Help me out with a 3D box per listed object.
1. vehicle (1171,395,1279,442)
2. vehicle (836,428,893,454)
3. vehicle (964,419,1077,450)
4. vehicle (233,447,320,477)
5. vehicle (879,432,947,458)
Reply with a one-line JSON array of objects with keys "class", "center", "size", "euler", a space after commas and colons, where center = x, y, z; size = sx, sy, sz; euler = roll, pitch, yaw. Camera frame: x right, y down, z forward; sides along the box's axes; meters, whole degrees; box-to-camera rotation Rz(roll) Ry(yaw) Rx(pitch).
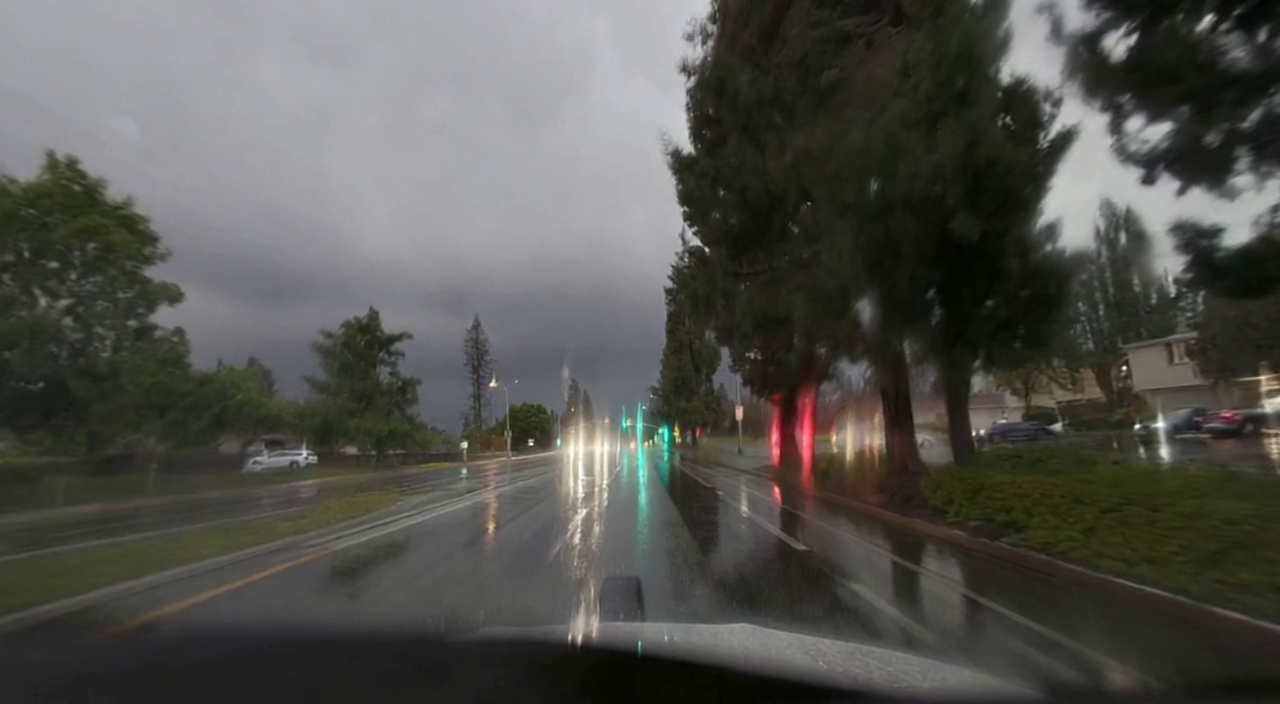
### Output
[{"class": "vehicle", "center": [23.667, 2.576, 24.363], "size": [4.603, 1.704, 1.936], "euler": [0, -8, -2]}, {"class": "vehicle", "center": [15.701, 6.277, 44.404], "size": [2.106, 1.670, 5.008], "euler": [0, -8, -1]}, {"class": "vehicle", "center": [22.544, 4.924, 37.602], "size": [5.268, 1.720, 2.149], "euler": [-1, -8, 1]}, {"class": "vehicle", "center": [-24.654, 7.453, 42.947], "size": [4.715, 1.451, 1.863], "euler": [-5, -3, -3]}, {"class": "vehicle", "center": [16.055, 5.520, 37.441], "size": [1.849, 1.415, 4.801], "euler": [0, -8, 0]}]
